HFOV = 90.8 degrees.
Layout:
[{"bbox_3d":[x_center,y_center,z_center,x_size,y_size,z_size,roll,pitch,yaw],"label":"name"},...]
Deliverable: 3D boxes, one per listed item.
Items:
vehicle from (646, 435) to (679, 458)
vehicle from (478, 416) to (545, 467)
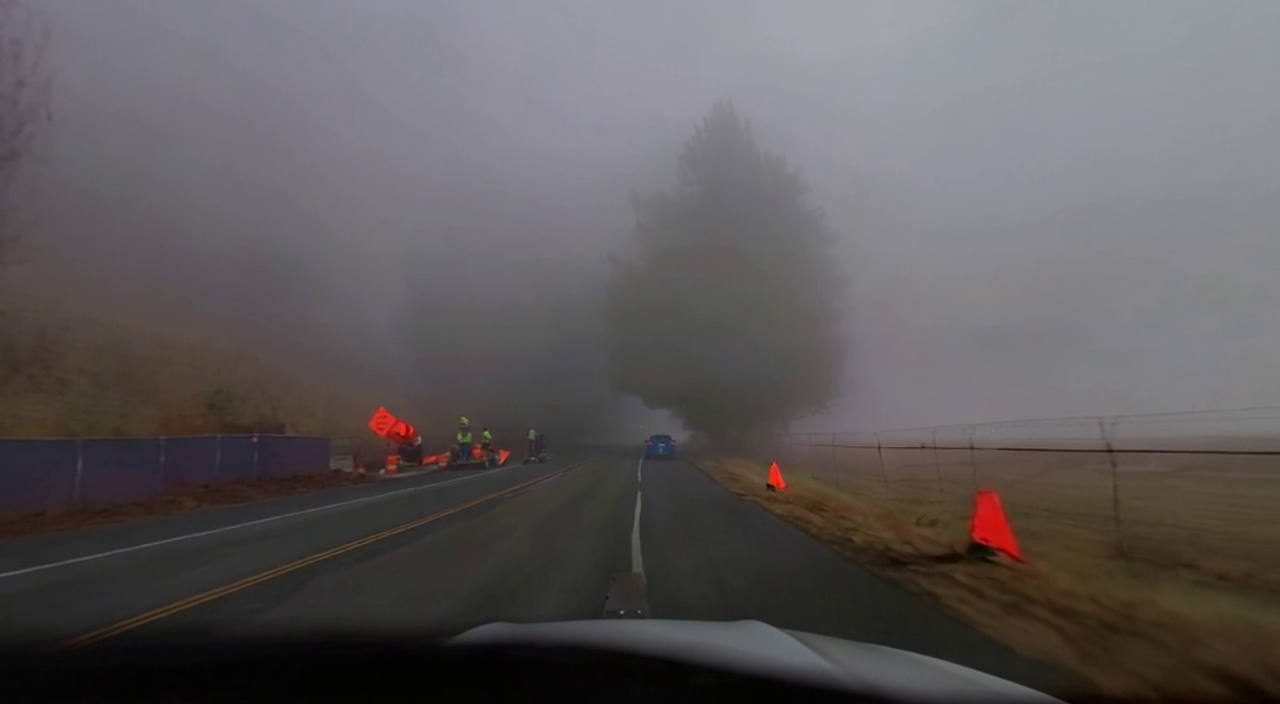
[{"bbox_3d":[1.553,6.608,43.951,2.172,1.486,3.581,-1,-9,2],"label":"vehicle"},{"bbox_3d":[-7.096,4.988,35.151,3.064,2.710,2.385,-1,-9,4],"label":"vehicle"}]
